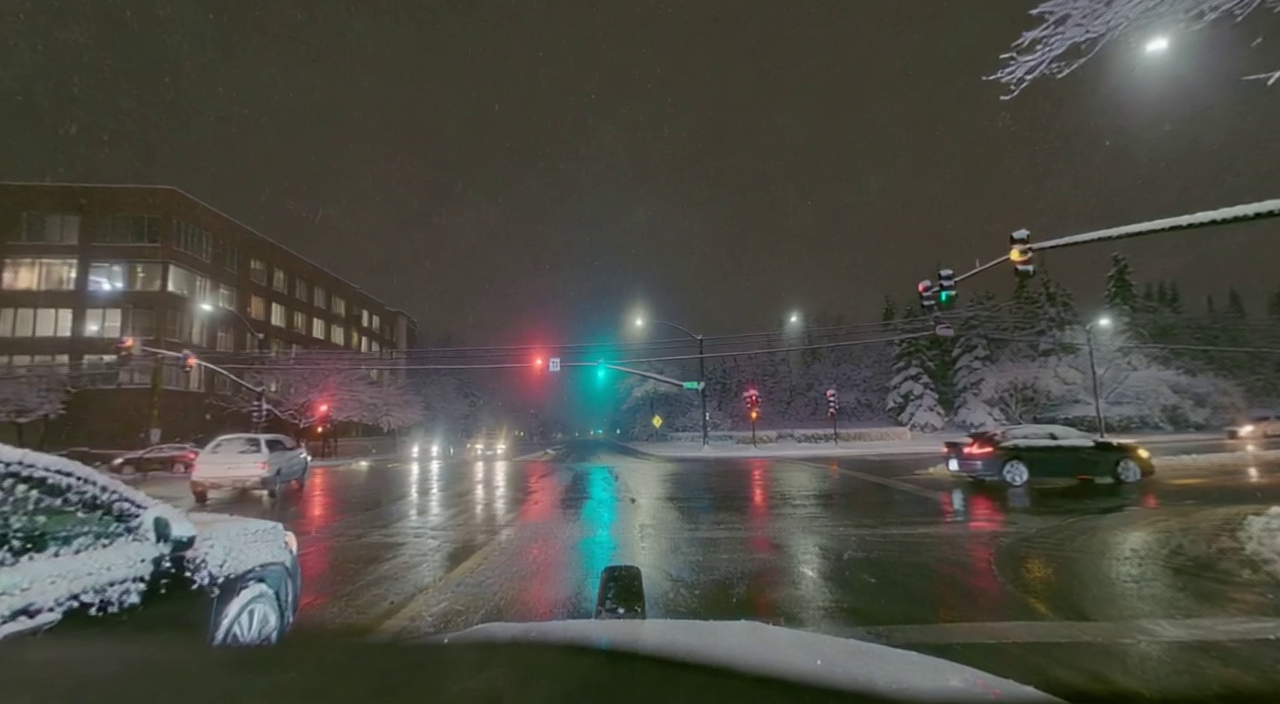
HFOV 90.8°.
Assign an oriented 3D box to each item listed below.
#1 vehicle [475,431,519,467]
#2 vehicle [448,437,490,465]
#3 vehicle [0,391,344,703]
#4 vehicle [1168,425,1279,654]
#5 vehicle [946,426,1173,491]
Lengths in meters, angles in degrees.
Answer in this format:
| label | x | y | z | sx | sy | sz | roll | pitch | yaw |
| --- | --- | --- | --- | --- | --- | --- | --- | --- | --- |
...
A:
| label | x | y | z | sx | sy | sz | roll | pitch | yaw |
| --- | --- | --- | --- | --- | --- | --- | --- | --- | --- |
| vehicle | -7.956 | 5.436 | 35.435 | 2.109 | 1.871 | 4.778 | 1 | -8 | -10 |
| vehicle | -12.804 | 7.415 | 47.518 | 2.051 | 1.715 | 4.346 | -3 | -6 | -1 |
| vehicle | -3.073 | 0.890 | 2.164 | 1.919 | 1.478 | 4.720 | 0 | -8 | -1 |
| vehicle | 4.939 | 0.983 | 2.568 | 1.949 | 1.449 | 4.530 | -1 | -8 | 5 |
| vehicle | 10.816 | 2.776 | 16.715 | 4.536 | 1.557 | 1.875 | -2 | -7 | 14 |
